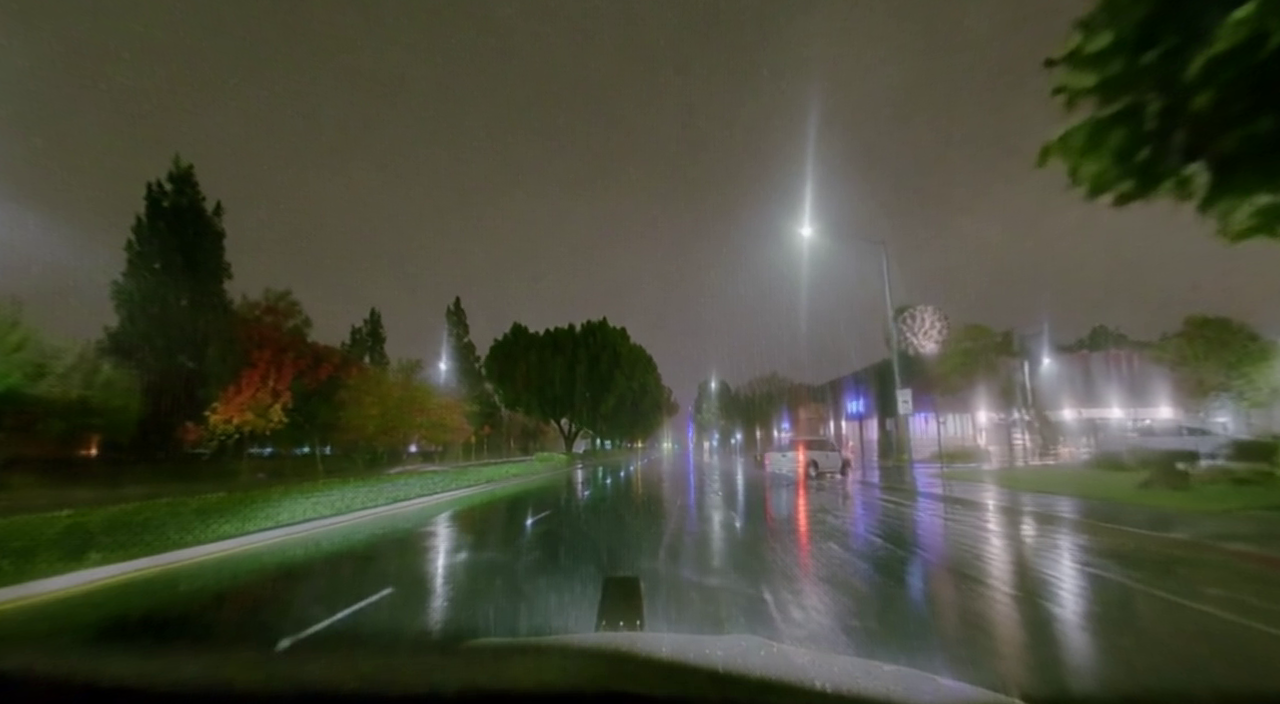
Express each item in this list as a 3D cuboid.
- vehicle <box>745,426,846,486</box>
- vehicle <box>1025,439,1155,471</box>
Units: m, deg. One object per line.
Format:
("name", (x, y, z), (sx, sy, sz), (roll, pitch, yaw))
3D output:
("vehicle", (6.064, 3.904, 24.155), (2.477, 1.991, 5.157), (-4, -9, 28))
("vehicle", (21.737, 4.991, 30.707), (4.698, 1.465, 1.914), (-1, -8, 7))
